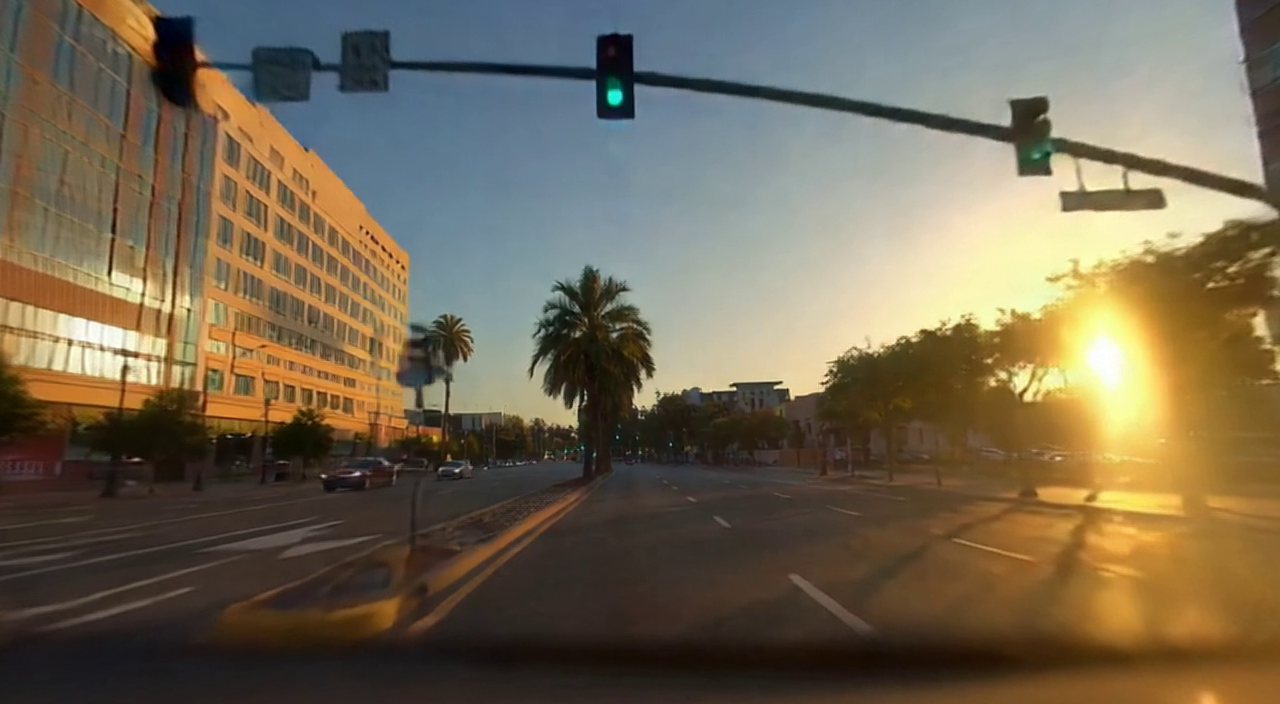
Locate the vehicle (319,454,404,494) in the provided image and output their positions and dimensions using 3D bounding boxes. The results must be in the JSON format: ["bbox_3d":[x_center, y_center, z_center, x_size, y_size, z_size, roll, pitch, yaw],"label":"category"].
[{"bbox_3d":[-12.935,5.662,29.663,1.923,1.641,4.551,0,-9,-1],"label":"vehicle"}]

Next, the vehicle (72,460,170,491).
[{"bbox_3d":[-32.229,7.638,39.299,4.245,1.642,2.013,-2,-9,-3],"label":"vehicle"}]

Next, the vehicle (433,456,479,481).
[{"bbox_3d":[-13.157,8.344,45.433,2.036,1.590,4.495,0,-9,0],"label":"vehicle"}]
